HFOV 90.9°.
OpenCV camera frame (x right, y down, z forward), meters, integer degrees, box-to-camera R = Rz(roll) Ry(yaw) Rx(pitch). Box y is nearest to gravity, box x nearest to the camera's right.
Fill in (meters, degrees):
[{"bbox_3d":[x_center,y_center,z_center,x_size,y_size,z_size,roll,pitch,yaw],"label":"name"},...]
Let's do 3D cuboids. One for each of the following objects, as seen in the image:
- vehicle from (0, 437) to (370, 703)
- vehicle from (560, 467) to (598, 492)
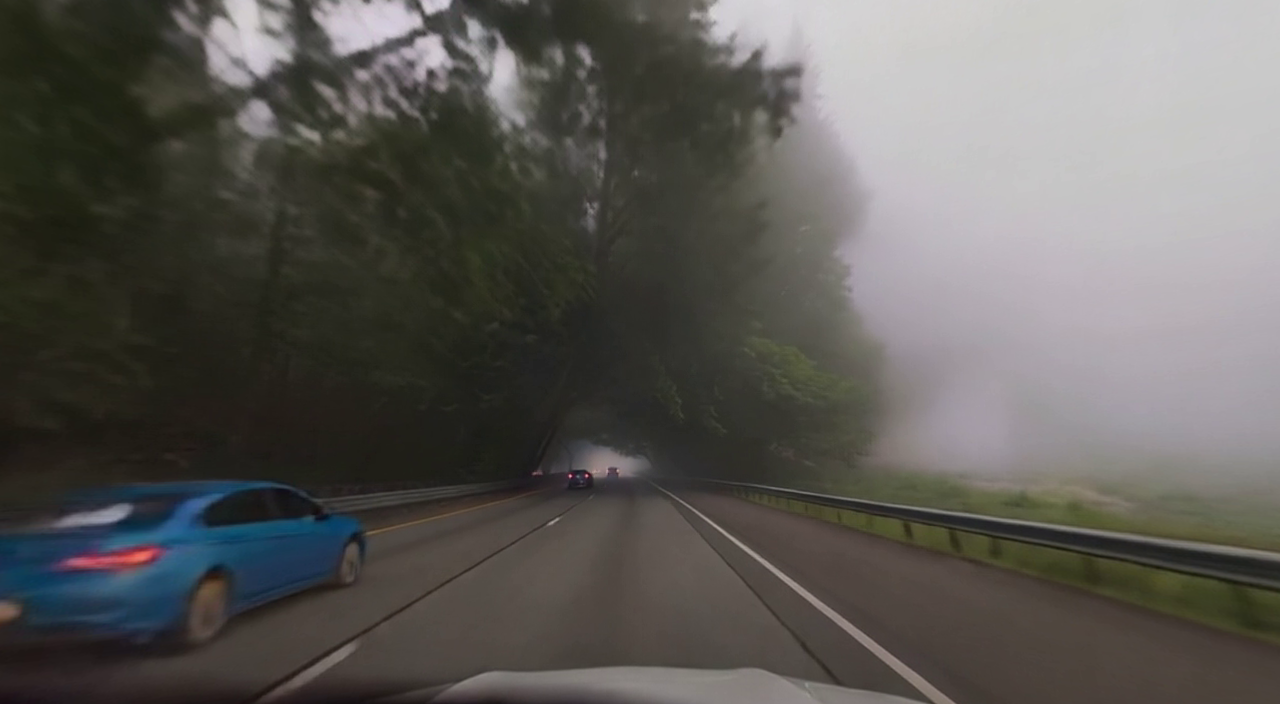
[{"bbox_3d":[-4.042,1.459,4.703,1.995,1.467,4.467,1,-11,1],"label":"vehicle"},{"bbox_3d":[-3.846,8.130,40.311,1.954,1.509,4.094,1,-11,0],"label":"vehicle"}]
